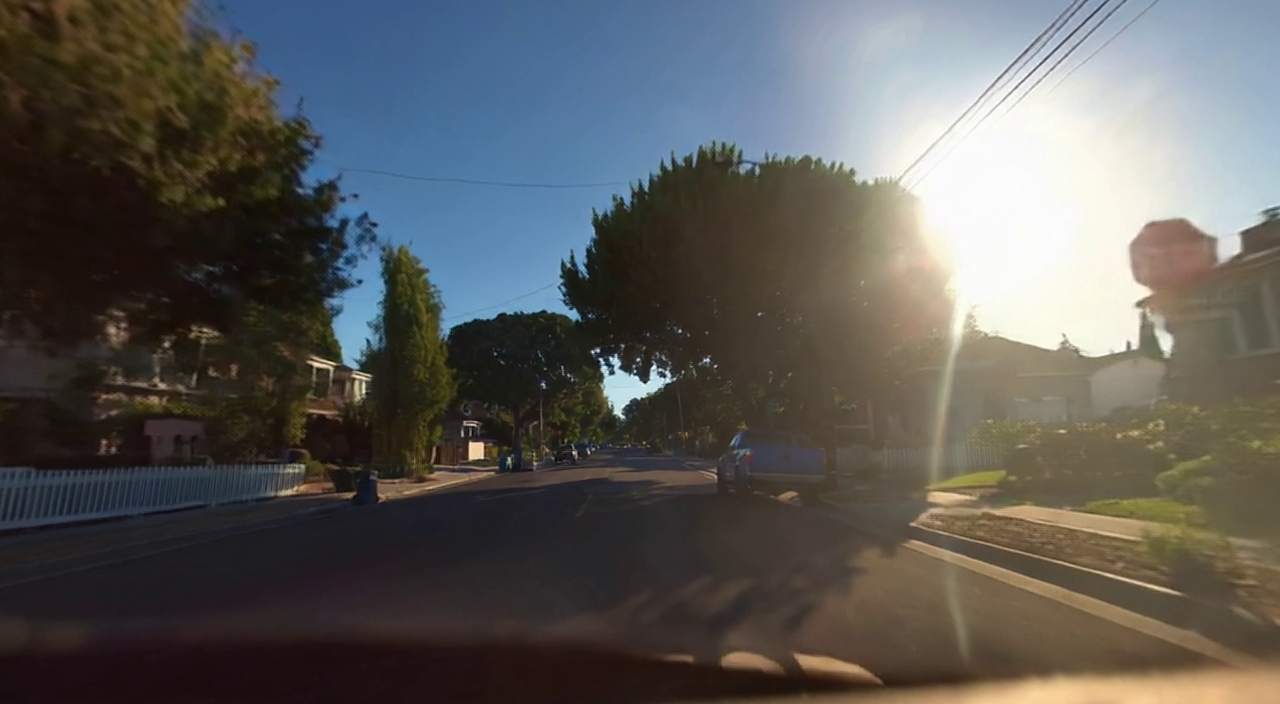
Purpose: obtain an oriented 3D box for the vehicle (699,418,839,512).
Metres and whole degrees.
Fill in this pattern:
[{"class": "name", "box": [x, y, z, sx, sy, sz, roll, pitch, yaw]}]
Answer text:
[{"class": "vehicle", "box": [2.703, 2.528, 14.559, 2.126, 1.795, 4.751, 0, -9, -1]}]
